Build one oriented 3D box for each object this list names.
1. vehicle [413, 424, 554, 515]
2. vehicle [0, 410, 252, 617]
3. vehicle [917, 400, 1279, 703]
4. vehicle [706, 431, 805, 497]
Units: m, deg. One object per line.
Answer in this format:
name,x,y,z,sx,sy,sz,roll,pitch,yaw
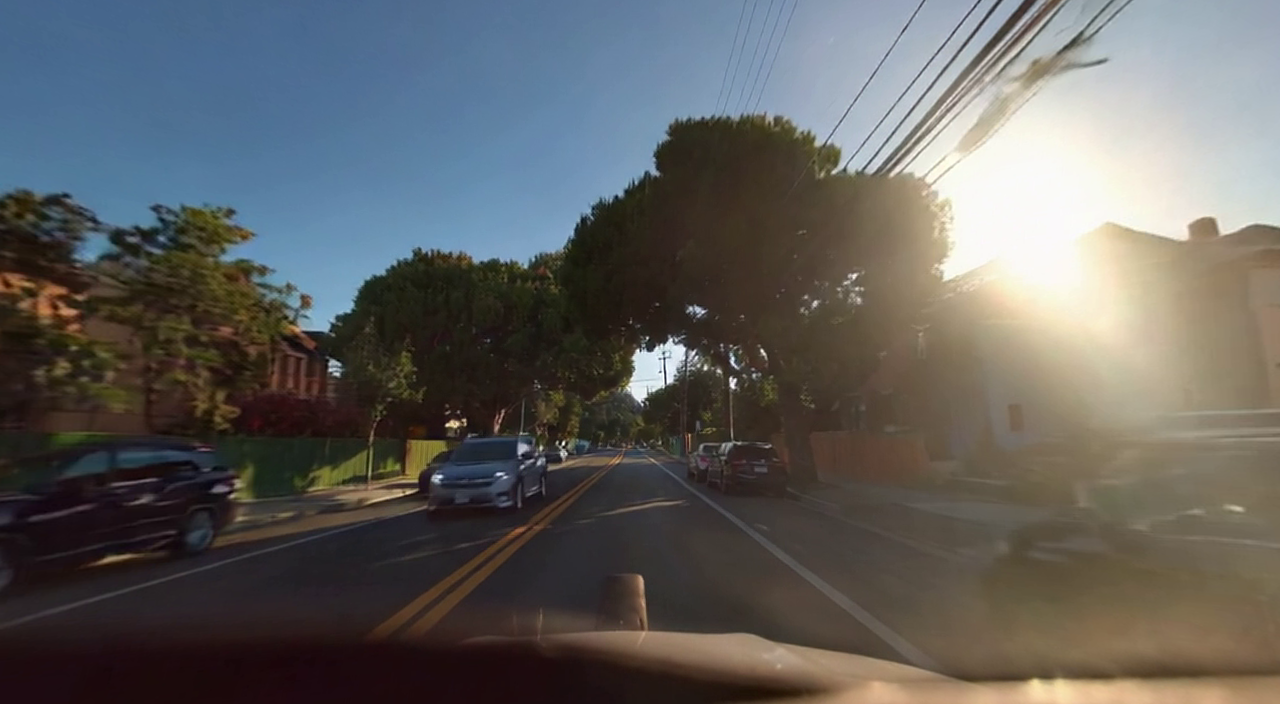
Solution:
vehicle,-3.529,2.776,15.384,2.210,1.838,4.854,0,-9,0
vehicle,-6.678,1.619,6.826,2.014,1.817,4.639,-1,-8,0
vehicle,3.227,0.940,2.318,2.129,1.490,4.937,0,-9,-1
vehicle,3.389,3.415,19.551,2.031,1.762,4.749,0,-9,-2
